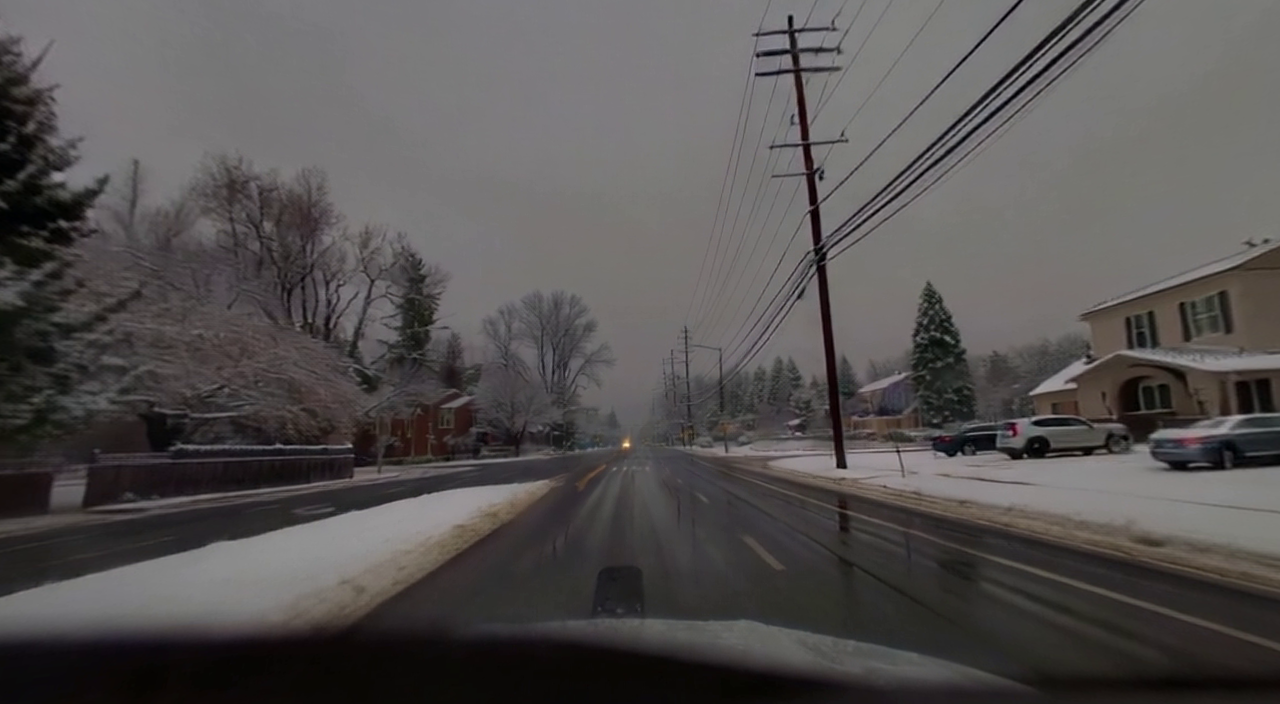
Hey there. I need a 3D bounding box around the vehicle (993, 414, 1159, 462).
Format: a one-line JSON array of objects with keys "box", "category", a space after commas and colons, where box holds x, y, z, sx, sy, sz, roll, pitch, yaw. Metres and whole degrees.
[{"box": [16.820, 3.350, 24.572, 4.833, 1.786, 2.136, 0, -8, -1], "category": "vehicle"}]

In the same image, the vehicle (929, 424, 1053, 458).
[{"box": [16.605, 4.230, 30.065, 4.681, 1.541, 2.049, 0, -8, -3], "category": "vehicle"}]

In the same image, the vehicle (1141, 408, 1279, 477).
[{"box": [16.698, 2.431, 17.032, 4.560, 1.725, 2.096, 0, -8, -2], "category": "vehicle"}]
